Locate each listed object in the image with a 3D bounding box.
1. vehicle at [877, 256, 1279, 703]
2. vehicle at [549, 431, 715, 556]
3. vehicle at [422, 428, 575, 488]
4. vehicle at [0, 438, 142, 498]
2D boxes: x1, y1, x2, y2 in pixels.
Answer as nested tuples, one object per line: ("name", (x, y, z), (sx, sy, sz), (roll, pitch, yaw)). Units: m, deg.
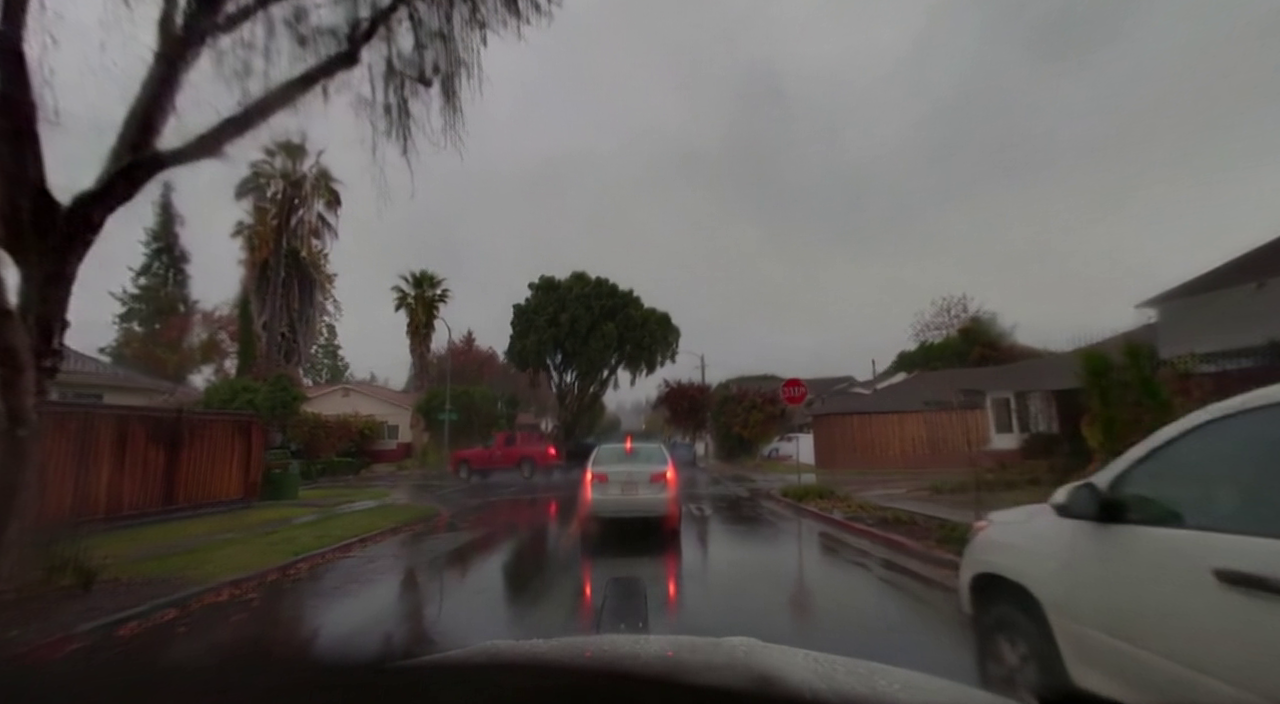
("vehicle", (2.582, 0.709, 1.547), (2.179, 1.813, 4.815), (0, -9, 1))
("vehicle", (-0.100, 2.051, 9.771), (2.010, 1.499, 4.107), (0, -9, 0))
("vehicle", (-5.656, 4.118, 24.670), (6.308, 2.057, 2.353), (-7, -11, 38))
("vehicle", (-20.872, 4.102, 22.265), (4.603, 1.858, 2.191), (-3, -8, 2))
